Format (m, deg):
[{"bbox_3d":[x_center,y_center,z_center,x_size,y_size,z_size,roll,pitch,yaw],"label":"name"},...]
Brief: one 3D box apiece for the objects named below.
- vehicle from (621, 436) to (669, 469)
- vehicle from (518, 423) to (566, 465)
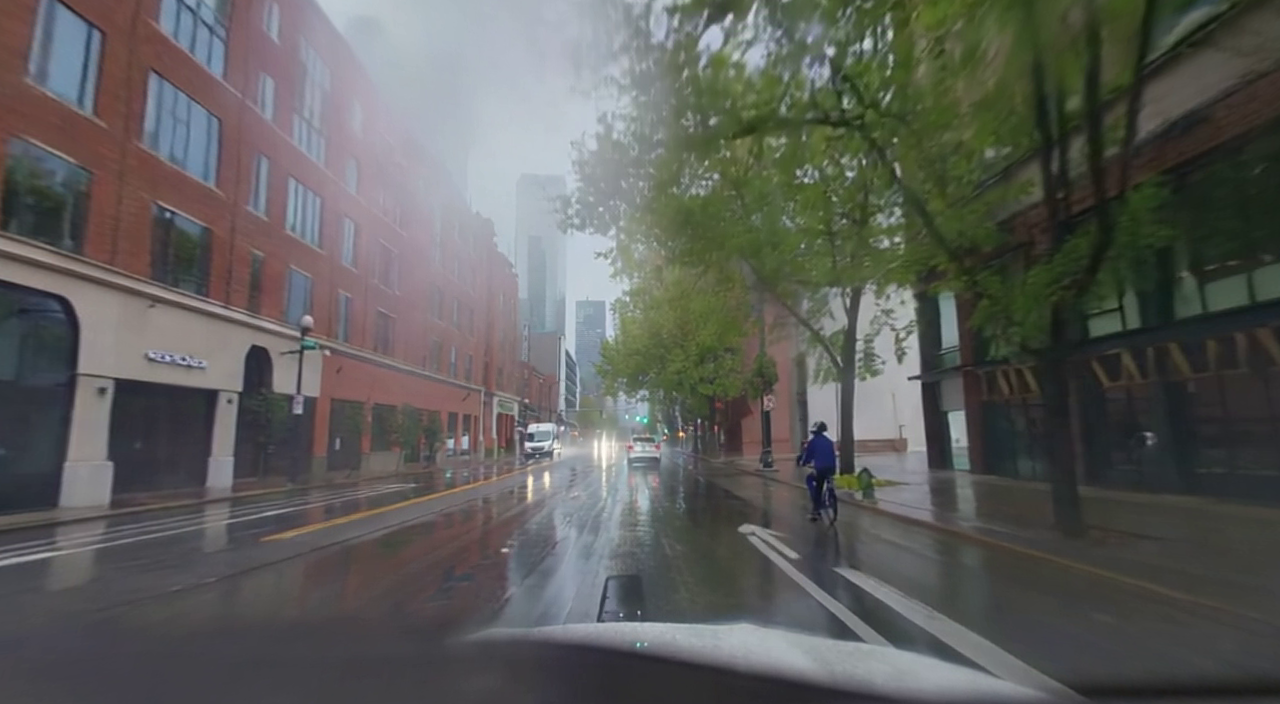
[{"bbox_3d":[0.300,5.220,32.935,2.356,1.572,4.810,0,-8,1],"label":"vehicle"},{"bbox_3d":[-6.599,6.245,43.059,2.418,2.620,5.522,-1,-8,0],"label":"vehicle"}]
